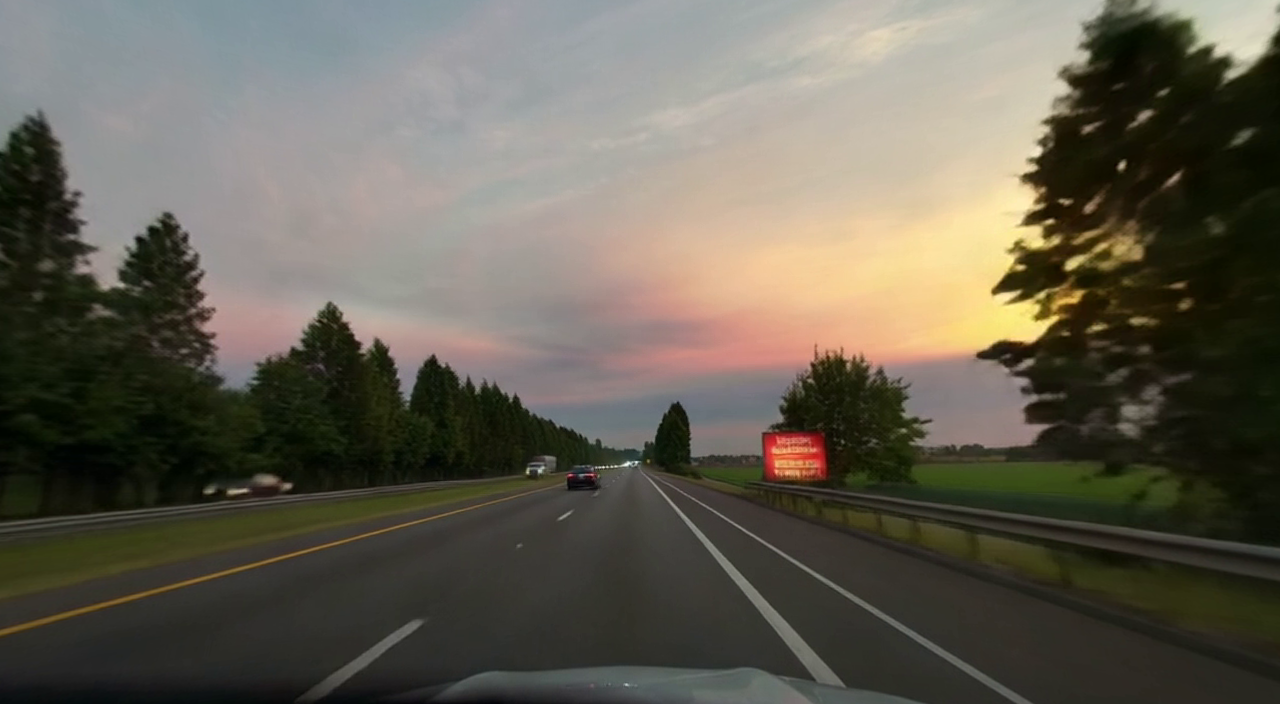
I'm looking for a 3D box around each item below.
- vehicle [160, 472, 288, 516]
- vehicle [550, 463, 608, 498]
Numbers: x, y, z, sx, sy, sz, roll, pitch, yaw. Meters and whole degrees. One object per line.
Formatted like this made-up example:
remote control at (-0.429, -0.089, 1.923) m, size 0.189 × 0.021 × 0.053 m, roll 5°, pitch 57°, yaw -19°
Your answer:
vehicle at (-16.440, 5.625, 25.251) m, size 1.887 × 1.517 × 4.752 m, roll 1°, pitch -10°, yaw -1°
vehicle at (-2.707, 5.889, 29.120) m, size 2.183 × 1.435 × 4.653 m, roll 0°, pitch -10°, yaw 1°
